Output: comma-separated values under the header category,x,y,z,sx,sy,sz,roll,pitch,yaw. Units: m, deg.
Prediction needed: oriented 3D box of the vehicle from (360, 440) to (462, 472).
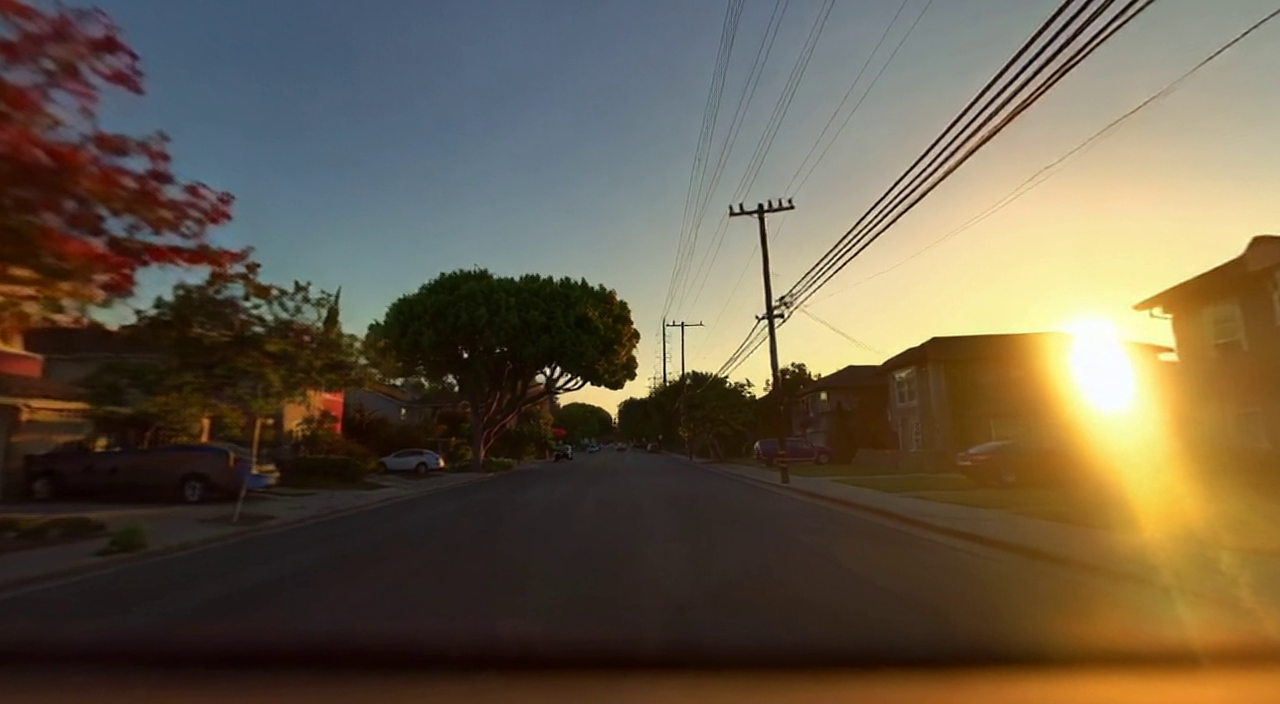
category,x,y,z,sx,sy,sz,roll,pitch,yaw
vehicle,-11.437,5.213,31.748,4.371,1.482,1.954,1,-8,-3

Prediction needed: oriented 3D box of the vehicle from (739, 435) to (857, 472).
category,x,y,z,sx,sy,sz,roll,pitch,yaw
vehicle,8.684,5.644,35.289,5.890,1.896,2.459,-1,-8,0
